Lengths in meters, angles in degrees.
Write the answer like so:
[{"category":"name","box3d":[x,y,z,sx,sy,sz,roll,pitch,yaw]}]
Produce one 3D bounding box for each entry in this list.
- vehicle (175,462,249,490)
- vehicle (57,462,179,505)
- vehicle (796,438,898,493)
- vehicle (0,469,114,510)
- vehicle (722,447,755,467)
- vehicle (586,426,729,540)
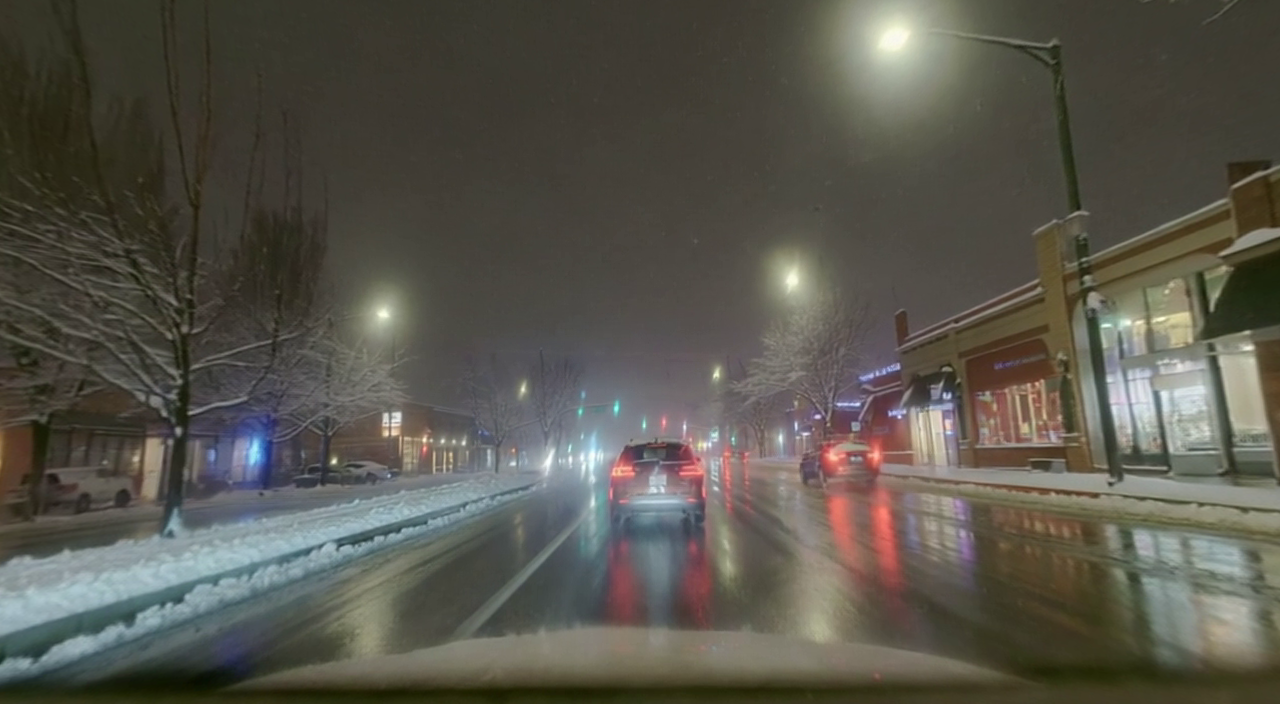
[{"category":"vehicle","box3d":[-27.876,8.064,41.176,1.861,1.578,4.152,0,-8,1]},{"category":"vehicle","box3d":[-25.865,6.490,31.500,2.026,1.808,4.835,0,-9,-2]},{"category":"vehicle","box3d":[6.739,3.738,21.094,2.086,1.627,4.294,0,-8,2]},{"category":"vehicle","box3d":[-28.724,6.749,31.235,2.018,1.716,4.042,-2,-10,-5]},{"category":"vehicle","box3d":[7.746,8.313,49.993,1.900,1.507,4.151,0,-8,0]},{"category":"vehicle","box3d":[0.240,2.240,11.396,2.125,1.669,3.880,0,-8,-1]}]
